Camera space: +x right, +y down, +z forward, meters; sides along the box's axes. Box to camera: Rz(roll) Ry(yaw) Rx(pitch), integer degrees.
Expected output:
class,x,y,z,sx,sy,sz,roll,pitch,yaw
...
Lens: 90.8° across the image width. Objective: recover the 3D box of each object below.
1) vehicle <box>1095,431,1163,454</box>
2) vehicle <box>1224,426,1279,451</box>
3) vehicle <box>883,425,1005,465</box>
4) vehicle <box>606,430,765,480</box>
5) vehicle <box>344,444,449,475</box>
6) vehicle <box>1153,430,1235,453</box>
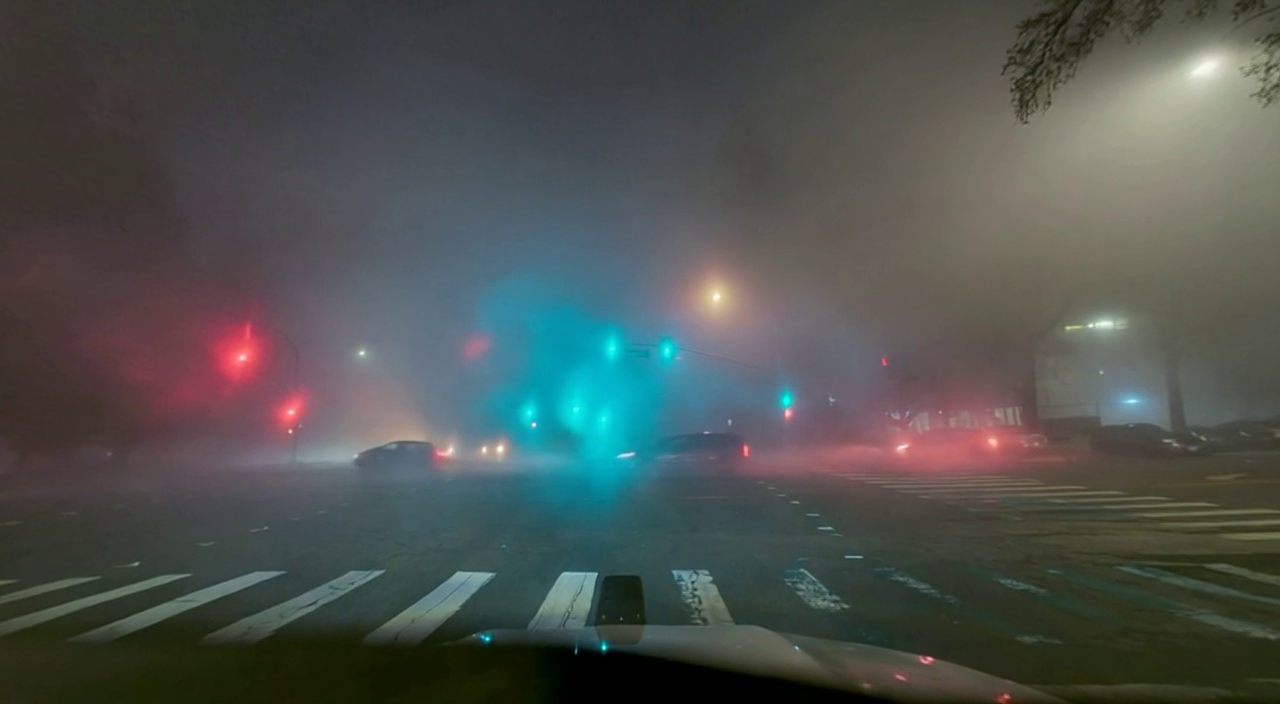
class,x,y,z,sx,sy,sz,roll,pitch,yaw
vehicle,33.210,6.170,43.059,2.090,1.494,4.321,-3,-9,15
vehicle,42.254,5.763,41.928,2.037,1.614,5.175,0,-8,0
vehicle,13.656,4.226,28.664,4.571,1.698,1.977,-2,-9,13
vehicle,1.414,3.343,20.726,4.916,1.504,1.846,1,-9,-8
vehicle,-10.968,4.838,28.622,4.046,1.306,1.719,-1,-8,2
vehicle,36.565,5.933,41.824,1.726,1.429,4.163,-1,-8,2
